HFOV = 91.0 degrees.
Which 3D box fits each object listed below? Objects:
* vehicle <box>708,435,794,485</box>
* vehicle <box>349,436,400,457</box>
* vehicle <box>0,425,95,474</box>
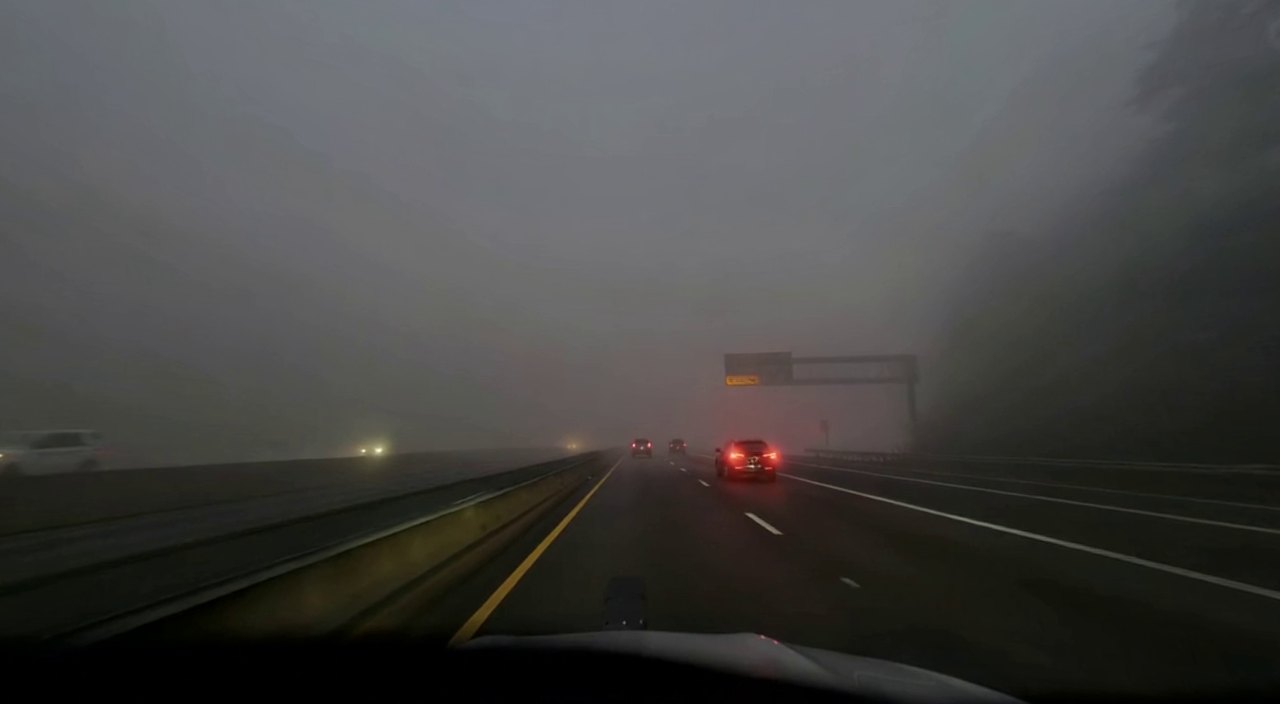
[{"bbox_3d":[3.626,3.614,21.446,2.091,1.482,4.522,0,-8,0],"label":"vehicle"},{"bbox_3d":[-19.625,7.002,46.746,1.938,1.456,4.255,0,-8,0],"label":"vehicle"},{"bbox_3d":[-20.050,3.094,20.086,1.787,1.459,3.907,0,-8,0],"label":"vehicle"}]
